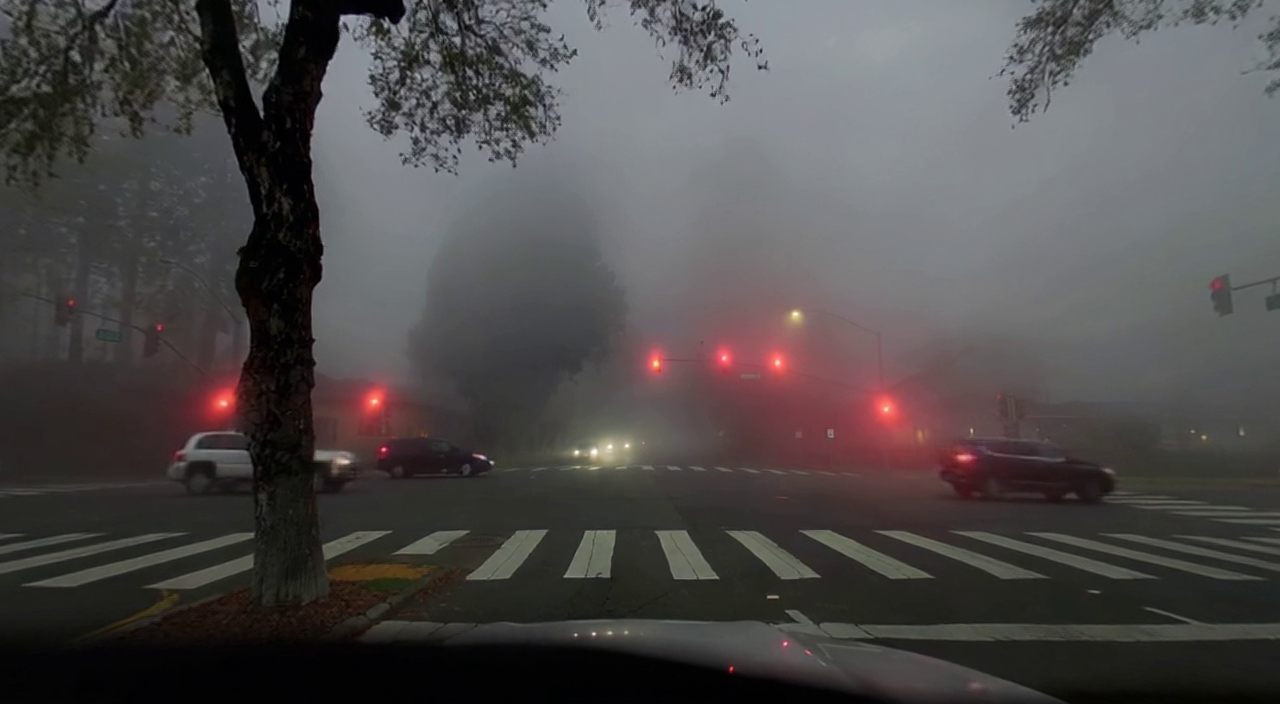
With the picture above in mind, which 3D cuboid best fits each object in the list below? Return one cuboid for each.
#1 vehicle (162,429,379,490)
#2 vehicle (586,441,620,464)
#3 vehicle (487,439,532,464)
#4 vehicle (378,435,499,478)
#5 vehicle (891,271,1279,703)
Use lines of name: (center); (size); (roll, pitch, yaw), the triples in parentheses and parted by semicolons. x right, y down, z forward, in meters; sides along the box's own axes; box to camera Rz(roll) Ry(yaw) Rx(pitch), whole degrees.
vehicle: (-11.286, 3.307, 19.592); (5.403, 1.759, 2.040); (0, -9, 0)
vehicle: (-2.412, 6.712, 42.276); (2.046, 1.491, 4.118); (0, -9, 0)
vehicle: (-8.935, 6.871, 43.686); (2.028, 1.654, 5.027); (0, -9, 1)
vehicle: (-8.450, 4.345, 26.473); (4.532, 1.633, 2.130); (4, -9, -24)
vehicle: (2.723, 0.710, 1.729); (2.085, 1.800, 4.908); (0, -9, 1)
